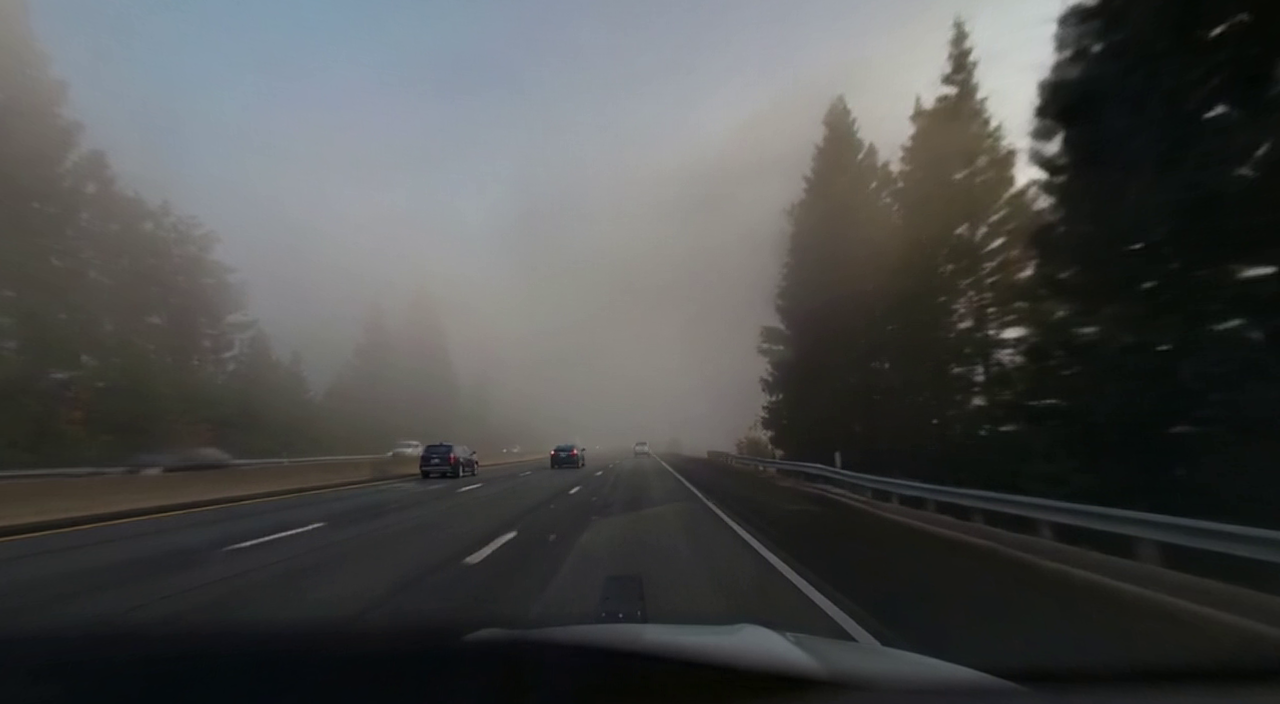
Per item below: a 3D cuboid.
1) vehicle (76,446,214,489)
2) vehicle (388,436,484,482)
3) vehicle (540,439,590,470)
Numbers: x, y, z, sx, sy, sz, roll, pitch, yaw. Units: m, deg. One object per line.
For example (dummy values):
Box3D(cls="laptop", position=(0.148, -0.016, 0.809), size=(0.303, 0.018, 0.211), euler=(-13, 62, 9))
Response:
Box3D(cls="vehicle", position=(-18.948, 4.400, 24.391), size=(1.870, 1.518, 4.168), euler=(0, -9, 1))
Box3D(cls="vehicle", position=(-7.580, 4.020, 23.928), size=(2.034, 1.523, 4.627), euler=(0, -9, 1))
Box3D(cls="vehicle", position=(-4.044, 5.639, 34.802), size=(2.083, 1.588, 4.801), euler=(0, -9, 1))
